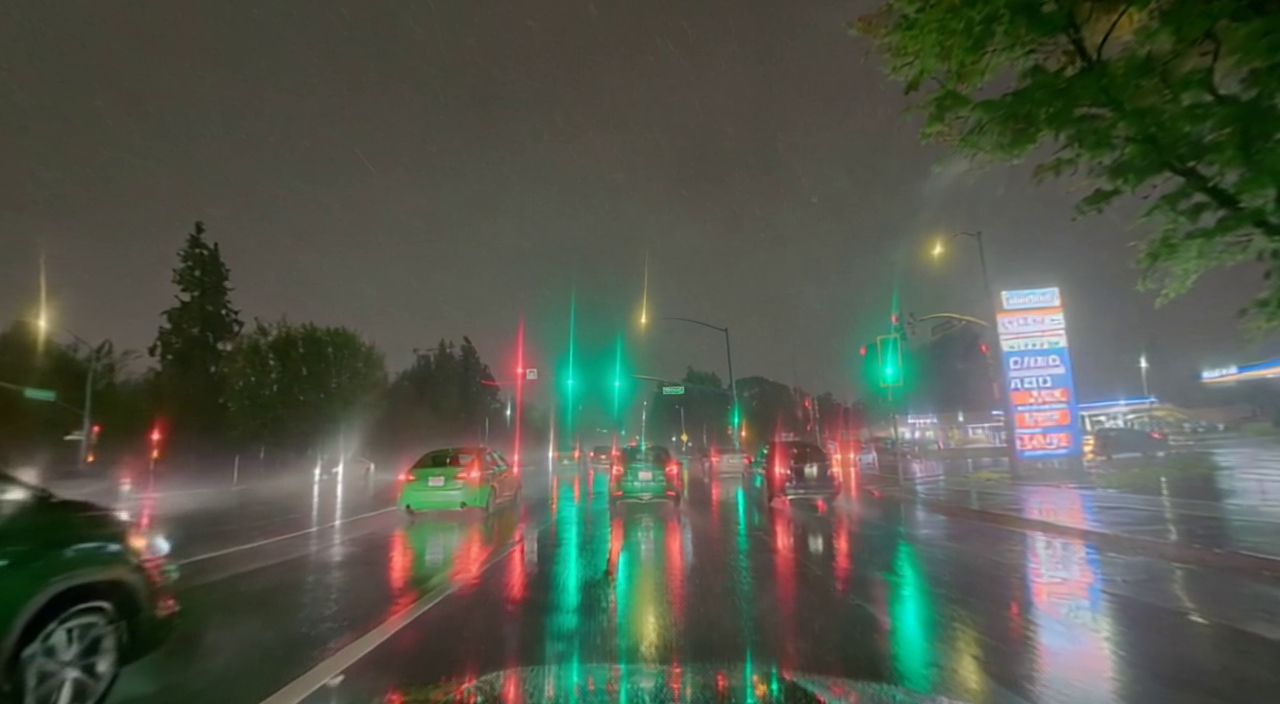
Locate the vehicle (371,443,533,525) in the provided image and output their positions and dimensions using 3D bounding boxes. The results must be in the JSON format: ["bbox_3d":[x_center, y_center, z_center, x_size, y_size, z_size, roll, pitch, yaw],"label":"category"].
[{"bbox_3d":[-3.753,2.691,13.558,1.995,1.436,4.500,-1,-8,1],"label":"vehicle"}]

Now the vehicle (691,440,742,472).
[{"bbox_3d":[3.801,5.249,32.099,1.942,1.482,4.623,0,-8,-1],"label":"vehicle"}]

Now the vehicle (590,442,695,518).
[{"bbox_3d":[0.024,2.742,14.037,1.994,1.433,3.894,0,-8,-1],"label":"vehicle"}]

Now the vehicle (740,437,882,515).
[{"bbox_3d":[3.642,2.714,14.384,1.920,1.479,4.548,0,-8,-1],"label":"vehicle"}]

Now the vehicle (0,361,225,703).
[{"bbox_3d":[-3.633,0.728,1.469,2.023,1.687,4.874,0,-8,0],"label":"vehicle"}]

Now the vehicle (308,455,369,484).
[{"bbox_3d":[-18.621,7.258,39.128,1.849,1.587,3.812,-1,-8,1],"label":"vehicle"}]

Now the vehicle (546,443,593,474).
[{"bbox_3d":[-3.719,5.694,33.910,1.896,1.501,4.390,-1,-8,2],"label":"vehicle"}]
